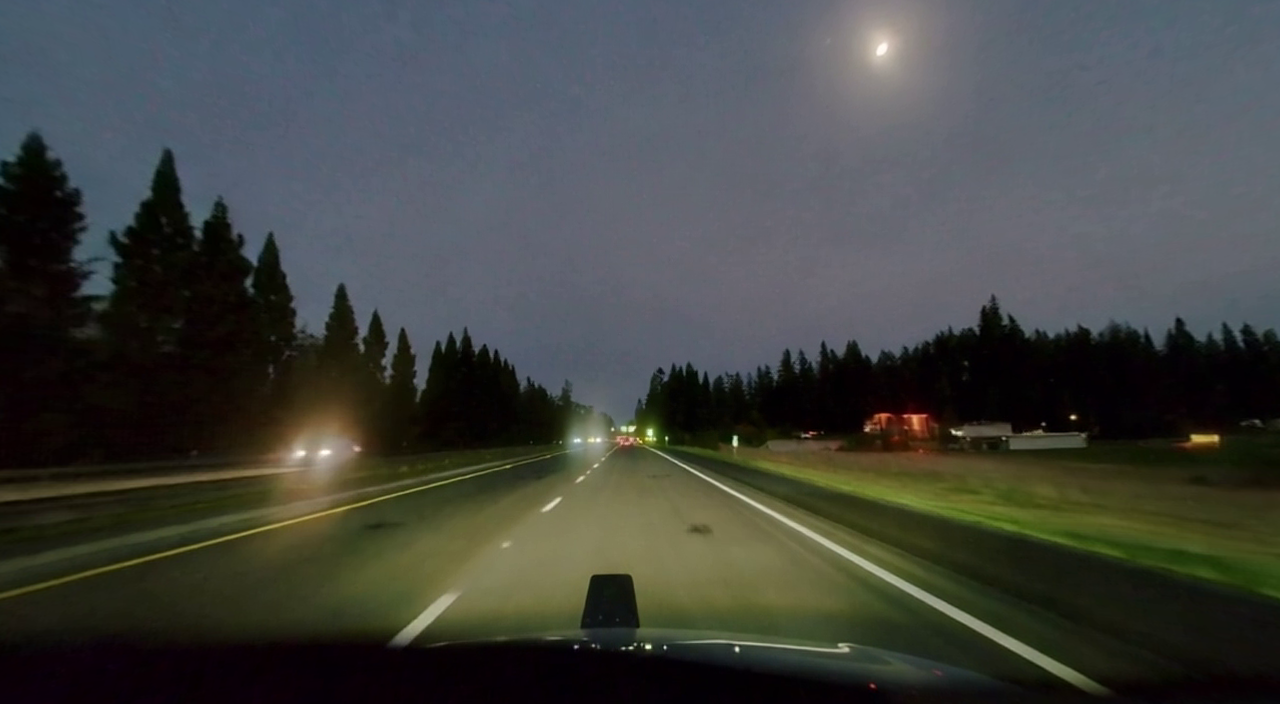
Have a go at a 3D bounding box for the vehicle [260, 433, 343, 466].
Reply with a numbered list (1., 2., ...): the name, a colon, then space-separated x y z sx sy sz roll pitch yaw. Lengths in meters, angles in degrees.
1. vehicle: -16.971 4.898 31.842 1.911 1.540 4.149 0 -8 -1
